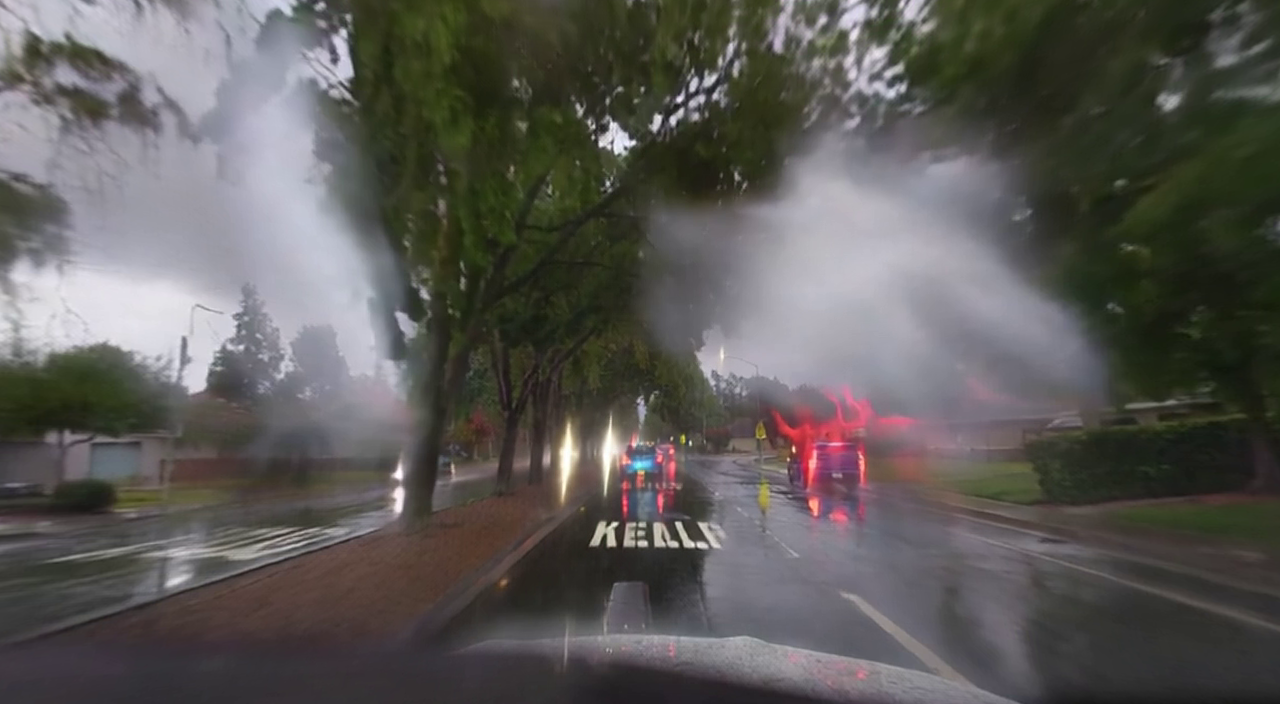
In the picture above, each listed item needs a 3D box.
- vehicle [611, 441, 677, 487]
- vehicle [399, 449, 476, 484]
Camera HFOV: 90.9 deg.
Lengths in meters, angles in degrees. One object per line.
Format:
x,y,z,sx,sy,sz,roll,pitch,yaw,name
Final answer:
0.140,4.048,23.159,2.158,1.469,4.909,0,-8,0,vehicle
-9.386,5.303,29.645,2.030,1.468,4.469,-1,-9,1,vehicle
